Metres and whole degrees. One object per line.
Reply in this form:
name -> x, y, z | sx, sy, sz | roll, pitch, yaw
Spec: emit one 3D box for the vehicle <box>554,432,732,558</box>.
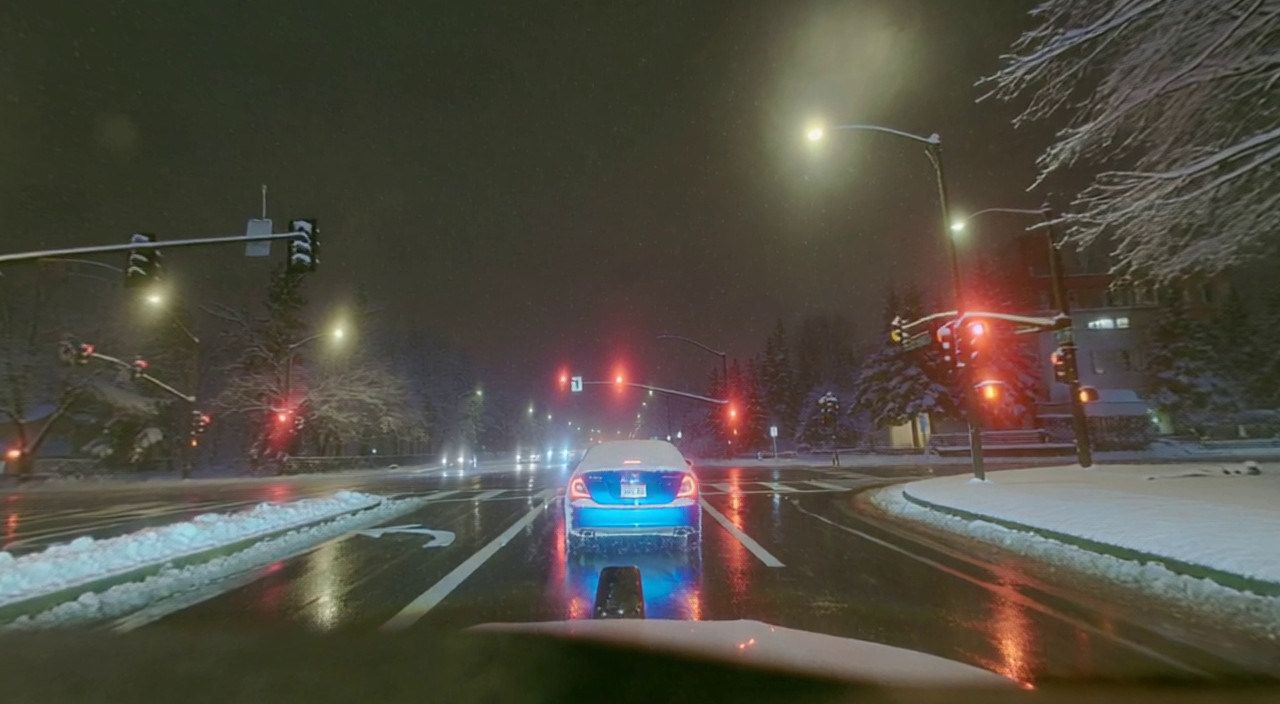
vehicle -> 0.002, 1.996, 9.520 | 2.107, 1.470, 3.974 | 0, -9, -1
